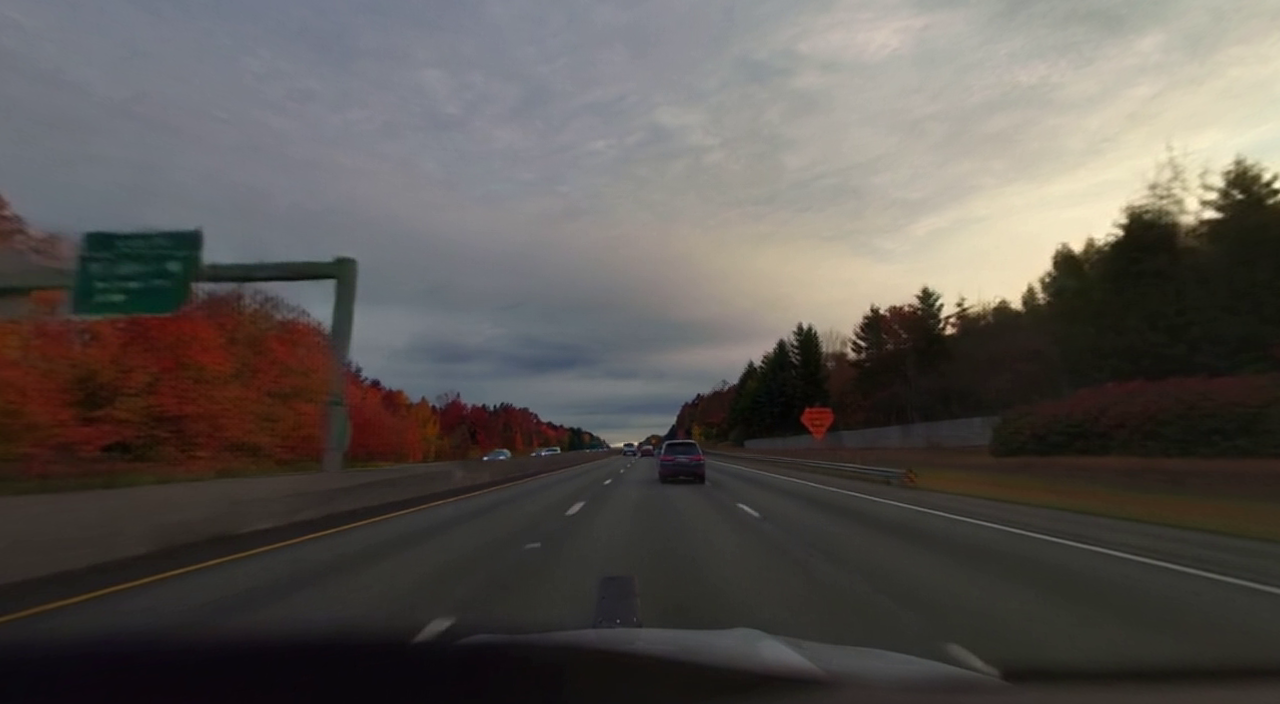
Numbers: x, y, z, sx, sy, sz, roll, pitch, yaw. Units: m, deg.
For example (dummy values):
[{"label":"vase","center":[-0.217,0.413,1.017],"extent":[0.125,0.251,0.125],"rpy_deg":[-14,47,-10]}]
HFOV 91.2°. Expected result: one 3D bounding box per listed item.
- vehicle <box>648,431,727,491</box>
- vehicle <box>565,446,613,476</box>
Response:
[{"label":"vehicle","center":[1.413,3.519,20.525],"extent":[2.250,1.718,4.358],"rpy_deg":[0,-9,0]},{"label":"vehicle","center":[-2.505,5.472,31.696],"extent":[2.037,1.418,3.793],"rpy_deg":[-1,-9,2]}]
